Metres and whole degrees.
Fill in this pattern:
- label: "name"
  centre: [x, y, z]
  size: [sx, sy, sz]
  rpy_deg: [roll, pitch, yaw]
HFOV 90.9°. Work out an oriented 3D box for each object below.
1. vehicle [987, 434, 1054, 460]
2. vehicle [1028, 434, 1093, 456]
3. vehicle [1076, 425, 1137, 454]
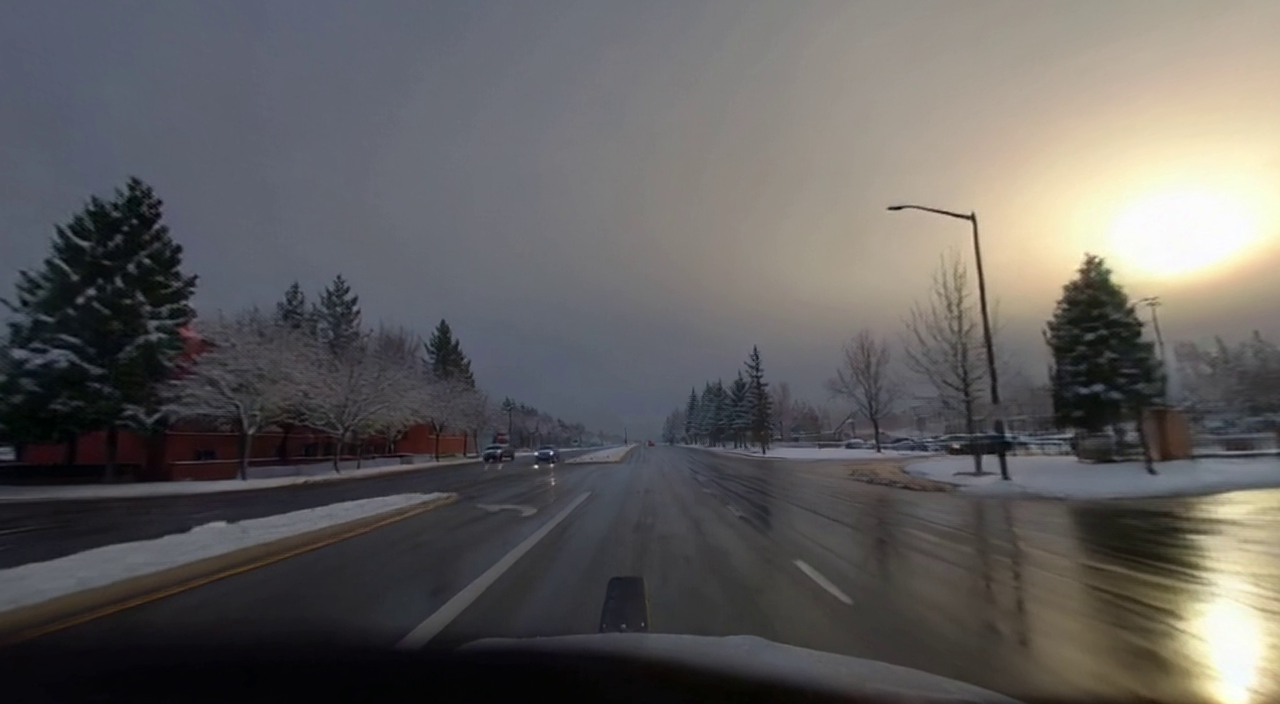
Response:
- label: "vehicle"
  centre: [25.068, 6.255, 41.468]
  size: [4.512, 1.648, 1.938]
  rpy_deg: [6, -10, -34]
- label: "vehicle"
  centre: [29.659, 6.571, 44.413]
  size: [4.702, 1.464, 1.807]
  rpy_deg: [5, -10, -30]
- label: "vehicle"
  centre: [36.759, 6.897, 49.574]
  size: [5.504, 1.957, 2.290]
  rpy_deg: [3, -10, -39]
